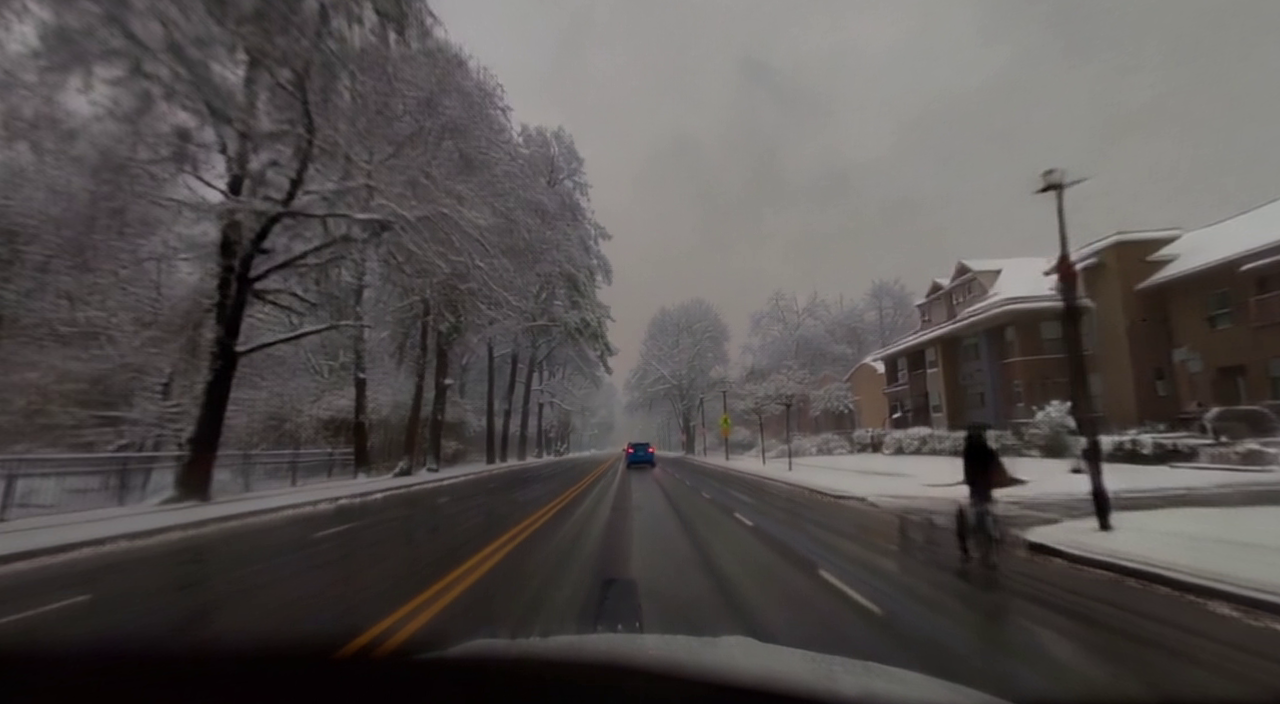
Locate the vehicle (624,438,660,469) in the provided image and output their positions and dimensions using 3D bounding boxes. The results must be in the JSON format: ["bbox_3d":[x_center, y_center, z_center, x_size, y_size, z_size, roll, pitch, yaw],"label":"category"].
[{"bbox_3d":[0.142,5.868,36.667,1.981,1.703,3.691,0,-8,0],"label":"vehicle"}]
